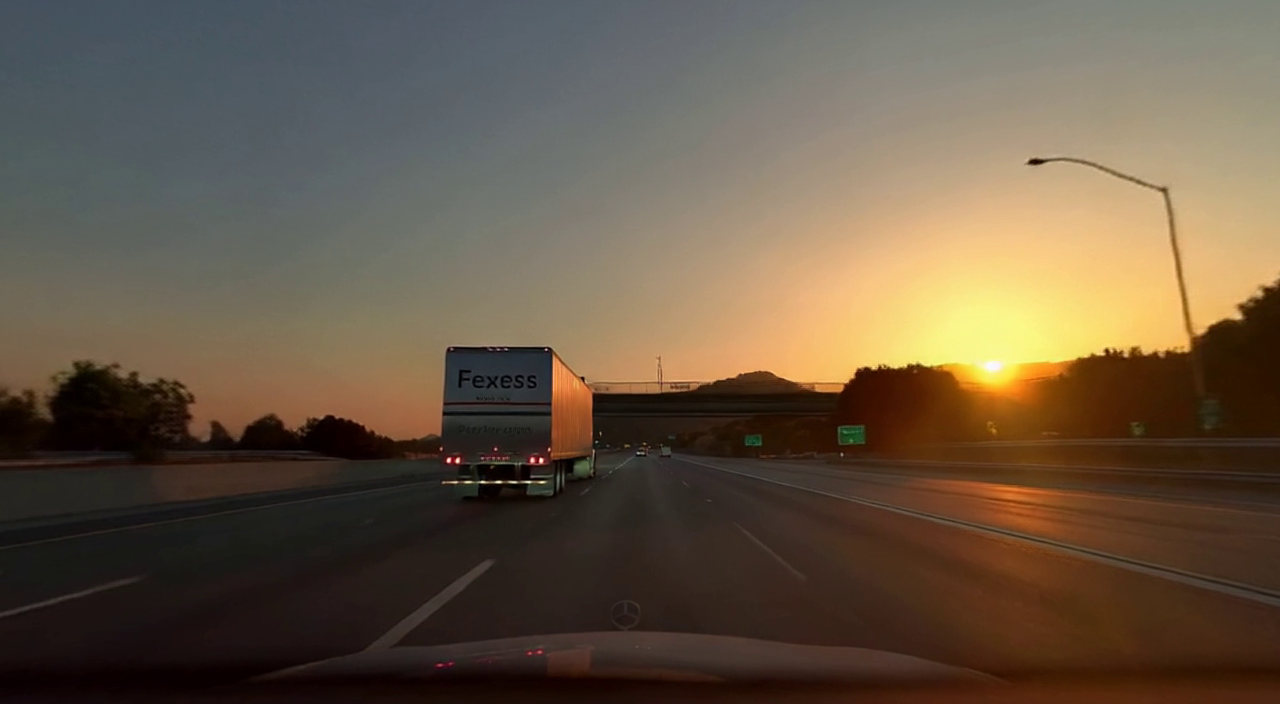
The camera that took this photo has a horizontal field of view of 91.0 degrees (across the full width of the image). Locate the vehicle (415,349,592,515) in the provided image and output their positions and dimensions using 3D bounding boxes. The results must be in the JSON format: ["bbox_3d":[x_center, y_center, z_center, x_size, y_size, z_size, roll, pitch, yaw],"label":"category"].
[{"bbox_3d":[-3.148,2.291,17.388,2.922,3.458,8.360,0,-9,1],"label":"vehicle"}]
